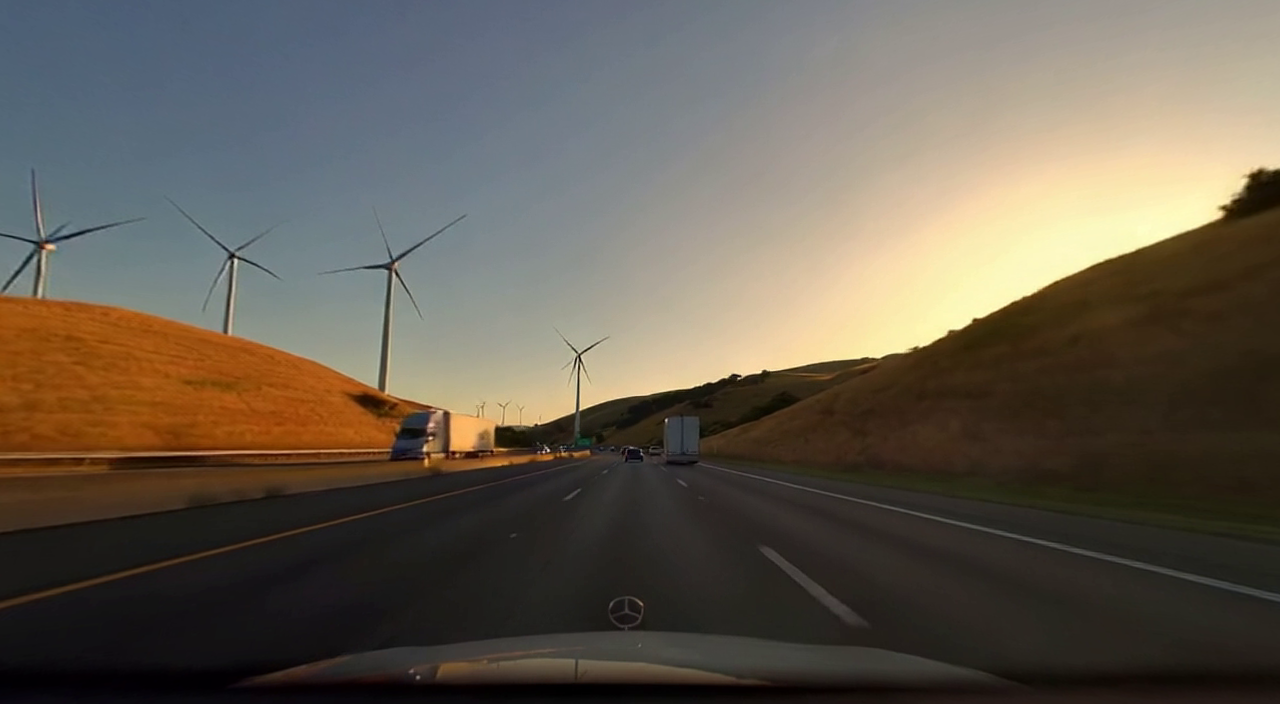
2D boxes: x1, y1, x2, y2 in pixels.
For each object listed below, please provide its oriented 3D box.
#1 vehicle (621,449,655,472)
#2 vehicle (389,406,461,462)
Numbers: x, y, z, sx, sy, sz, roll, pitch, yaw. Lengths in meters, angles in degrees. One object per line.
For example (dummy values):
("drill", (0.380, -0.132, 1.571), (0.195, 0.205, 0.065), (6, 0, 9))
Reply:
("vehicle", (-0.144, 7.307, 42.589), (2.209, 1.453, 3.695), (0, -9, 0))
("vehicle", (-15.734, 6.130, 46.568), (3.185, 3.867, 5.948), (0, -9, -1))
